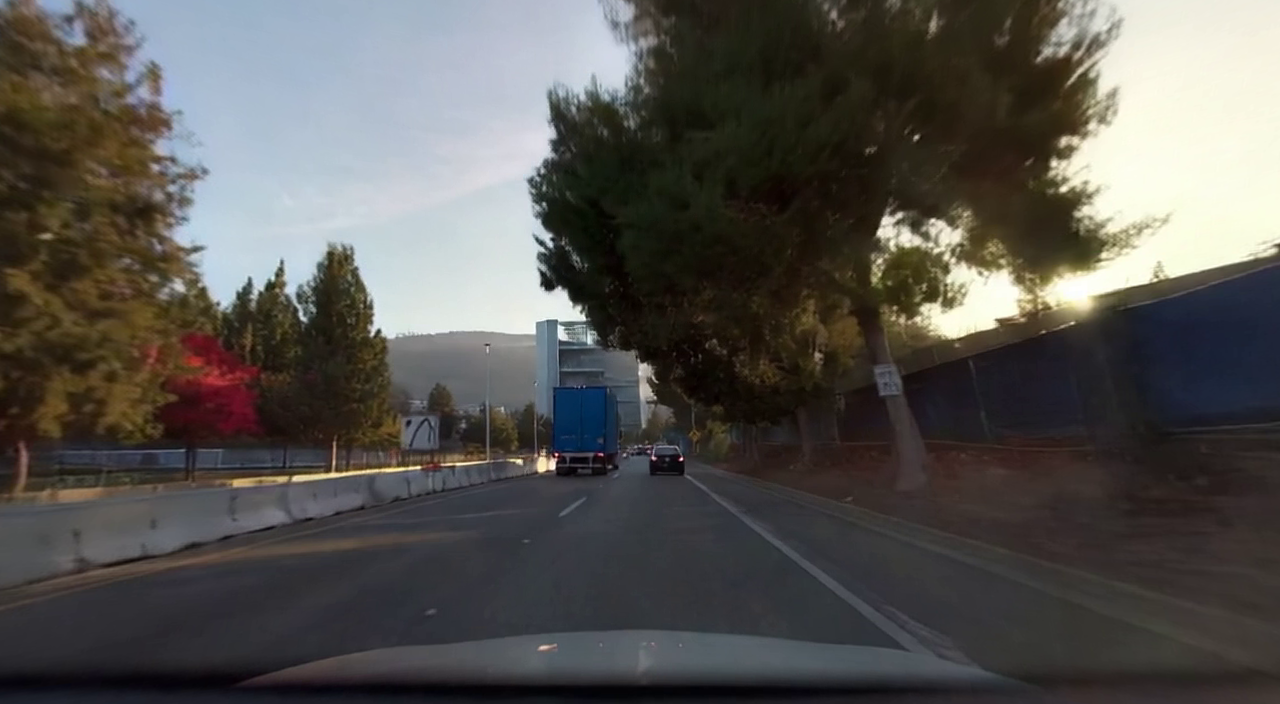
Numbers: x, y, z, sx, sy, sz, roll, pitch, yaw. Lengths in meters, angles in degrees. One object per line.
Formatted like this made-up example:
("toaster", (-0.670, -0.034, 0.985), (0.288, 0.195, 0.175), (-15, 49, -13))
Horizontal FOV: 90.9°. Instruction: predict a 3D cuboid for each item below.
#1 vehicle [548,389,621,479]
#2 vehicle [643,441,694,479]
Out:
("vehicle", (-2.782, 4.900, 36.805), (2.906, 4.115, 15.715), (0, -8, 0))
("vehicle", (1.295, 5.266, 31.056), (2.304, 1.675, 4.462), (0, -8, 0))
